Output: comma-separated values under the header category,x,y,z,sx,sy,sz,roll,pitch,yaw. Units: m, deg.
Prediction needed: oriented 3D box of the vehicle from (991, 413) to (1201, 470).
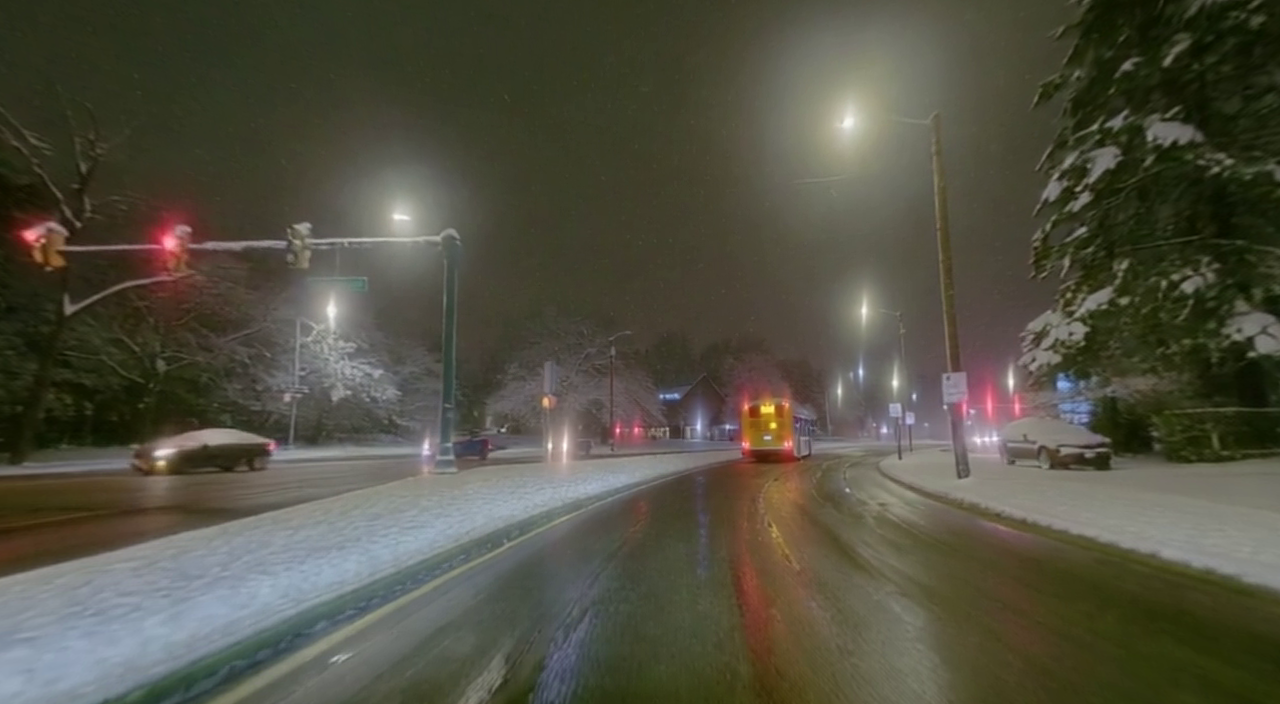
category,x,y,z,sx,sy,sz,roll,pitch,yaw
vehicle,16.793,3.385,23.667,5.856,1.945,2.183,-3,-9,19

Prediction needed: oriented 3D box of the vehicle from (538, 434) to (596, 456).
category,x,y,z,sx,sy,sz,roll,pitch,yaw
vehicle,-5.113,6.598,44.806,1.887,1.494,4.443,-5,-9,29

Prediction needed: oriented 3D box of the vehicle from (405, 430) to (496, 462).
category,x,y,z,sx,sy,sz,roll,pitch,yaw
vehicle,-10.277,5.129,34.529,2.054,1.607,4.615,-5,-9,27

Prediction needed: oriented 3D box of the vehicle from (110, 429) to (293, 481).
category,x,y,z,sx,sy,sz,roll,pitch,yaw
vehicle,-14.264,3.350,20.807,1.854,1.484,4.526,-5,-9,27

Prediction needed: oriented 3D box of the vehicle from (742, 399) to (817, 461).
category,x,y,z,sx,sy,sz,roll,pitch,yaw
vehicle,9.251,5.137,40.690,3.031,3.429,11.005,-3,-9,21
